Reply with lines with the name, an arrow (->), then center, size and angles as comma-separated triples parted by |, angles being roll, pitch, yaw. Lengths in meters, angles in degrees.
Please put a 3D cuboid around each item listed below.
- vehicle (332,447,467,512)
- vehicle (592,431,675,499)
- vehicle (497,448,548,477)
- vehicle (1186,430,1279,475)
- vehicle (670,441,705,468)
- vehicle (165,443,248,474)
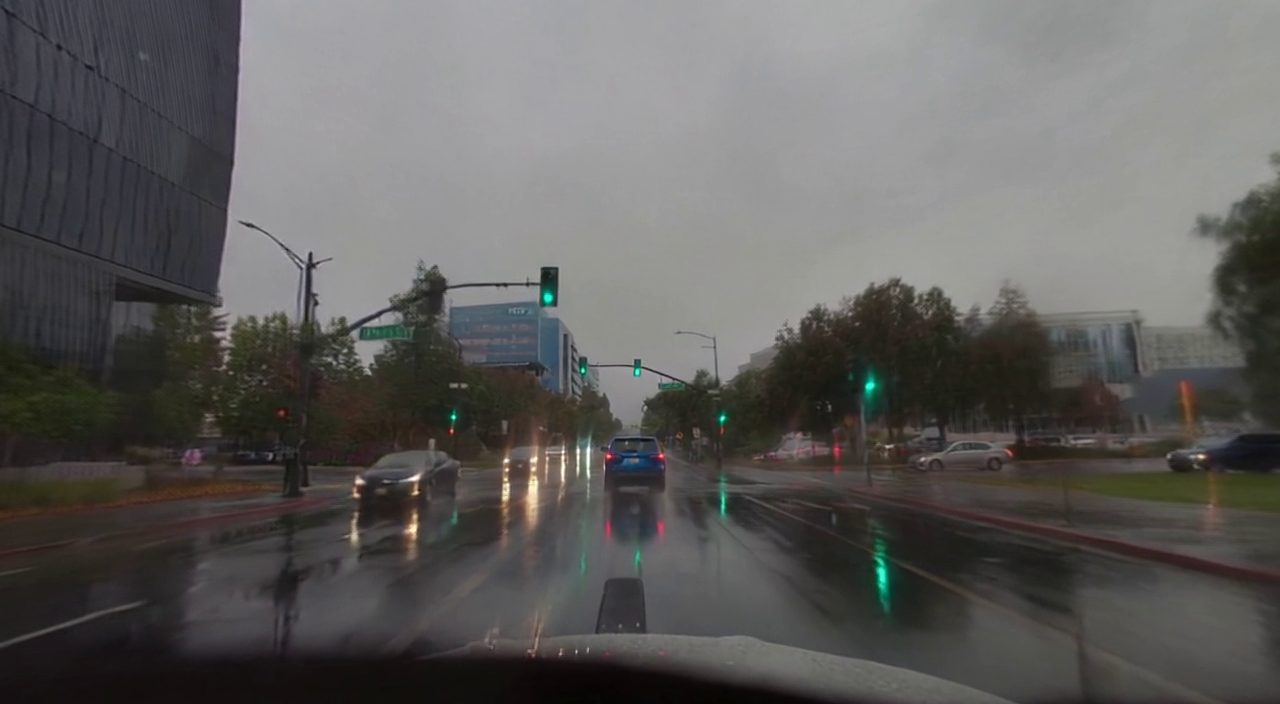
vehicle -> -6.237, 3.320, 17.004 | 1.908, 1.475, 4.337 | 0, -8, 0
vehicle -> -0.213, 3.298, 18.793 | 2.183, 1.765, 4.059 | 0, -8, -1
vehicle -> -6.510, 6.171, 35.447 | 1.934, 1.476, 4.457 | 0, -8, 1
vehicle -> 25.102, 3.946, 24.914 | 5.183, 1.650, 2.014 | 0, -8, -1
vehicle -> 3.509, 7.709, 47.670 | 2.113, 1.869, 5.322 | 0, -8, -2
vehicle -> -26.343, 6.440, 38.387 | 4.393, 1.730, 2.151 | -5, -9, 26
